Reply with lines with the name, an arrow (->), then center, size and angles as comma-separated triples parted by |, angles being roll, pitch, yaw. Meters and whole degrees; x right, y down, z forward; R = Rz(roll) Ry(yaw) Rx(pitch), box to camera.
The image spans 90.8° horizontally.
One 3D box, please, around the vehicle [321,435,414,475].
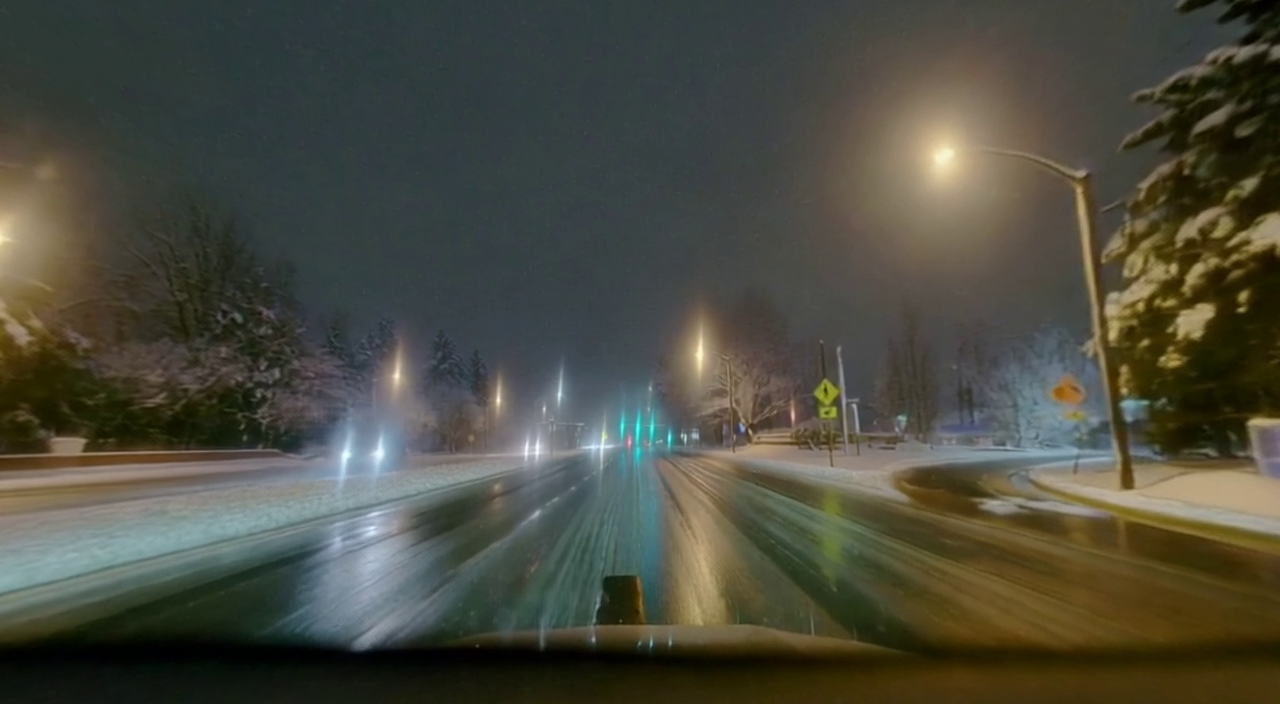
vehicle -> -12.951, 4.931, 30.471 | 2.156, 1.728, 4.968 | 0, -8, 2
